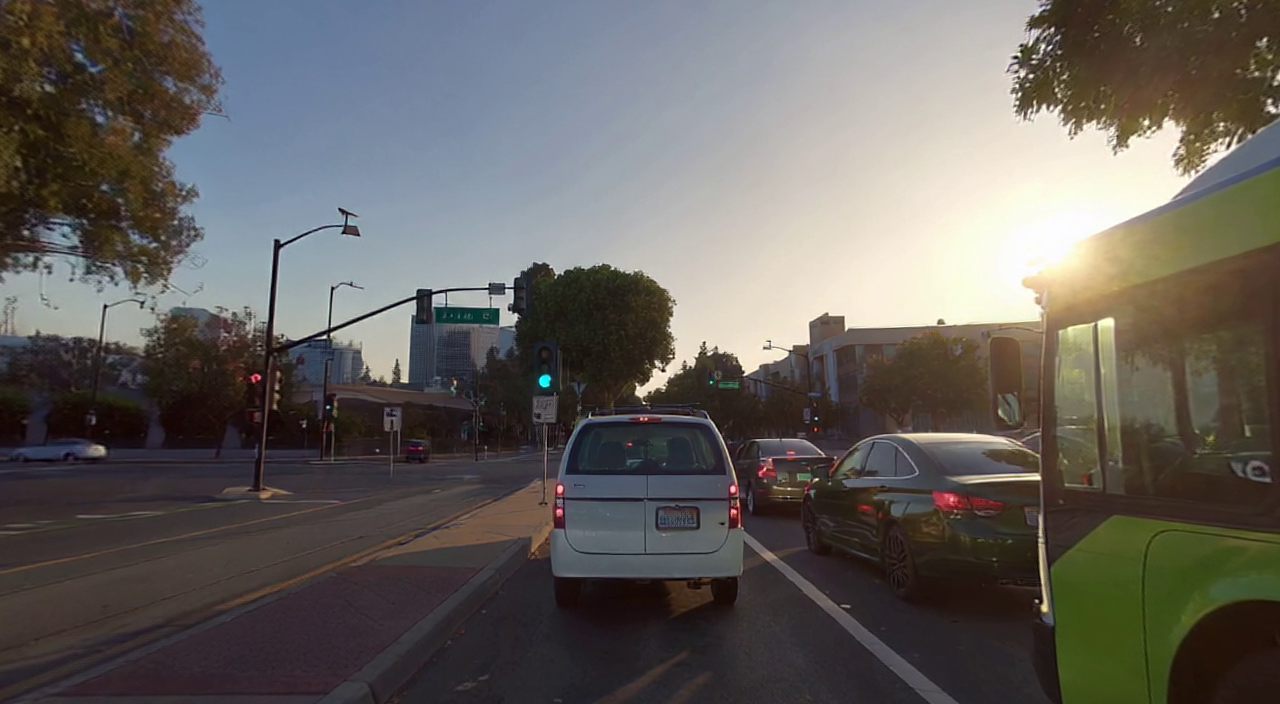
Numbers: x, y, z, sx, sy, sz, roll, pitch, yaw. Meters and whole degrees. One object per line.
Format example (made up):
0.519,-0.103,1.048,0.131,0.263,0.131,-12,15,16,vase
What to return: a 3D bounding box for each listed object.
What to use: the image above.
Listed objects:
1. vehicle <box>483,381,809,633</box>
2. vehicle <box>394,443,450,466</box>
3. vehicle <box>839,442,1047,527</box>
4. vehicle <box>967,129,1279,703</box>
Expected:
0.019,1.476,7.005,2.381,1.842,4.603,0,-8,-1,vehicle
-17.216,8.044,49.528,4.097,1.720,1.924,-5,-10,31,vehicle
5.990,2.640,13.219,1.987,1.457,4.675,0,-8,-1,vehicle
2.617,0.318,0.422,2.037,2.065,5.037,0,-8,0,vehicle
